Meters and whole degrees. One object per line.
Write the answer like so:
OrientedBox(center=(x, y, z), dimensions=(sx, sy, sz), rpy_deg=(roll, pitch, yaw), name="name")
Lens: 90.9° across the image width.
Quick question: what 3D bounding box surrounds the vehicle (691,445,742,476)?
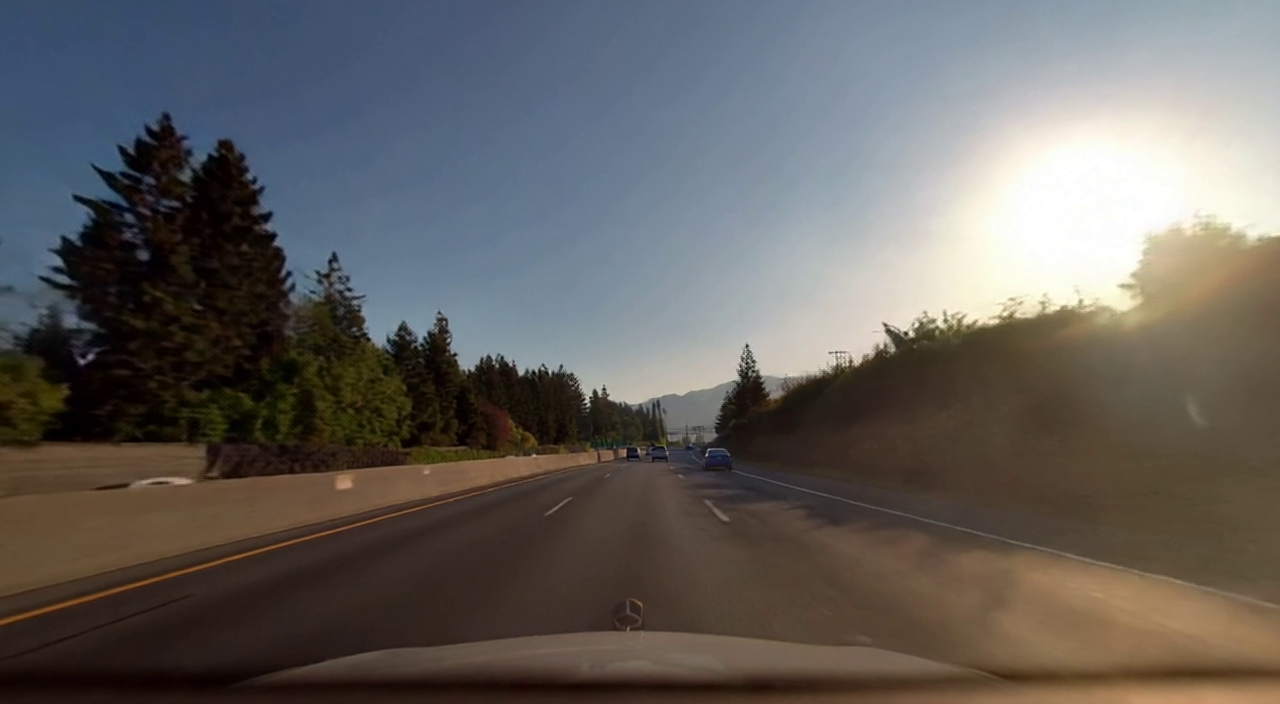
OrientedBox(center=(4.037, 5.816, 33.888), dimensions=(2.175, 1.574, 3.943), rpy_deg=(0, -9, 0), name="vehicle")
